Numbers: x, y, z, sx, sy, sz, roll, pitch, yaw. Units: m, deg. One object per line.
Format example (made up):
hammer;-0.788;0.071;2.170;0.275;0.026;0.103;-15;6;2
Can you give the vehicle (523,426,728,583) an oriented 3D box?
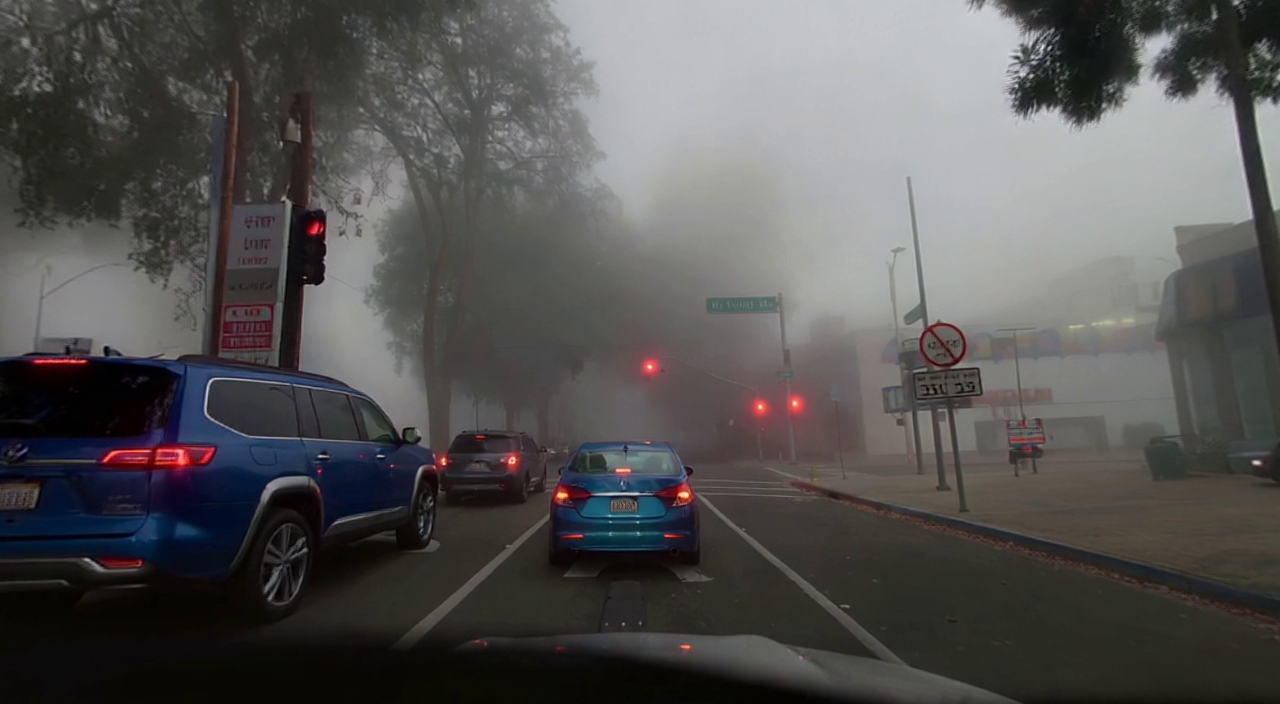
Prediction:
vehicle;-0.169;1.781;8.184;1.966;1.481;4.146;0;-8;-1

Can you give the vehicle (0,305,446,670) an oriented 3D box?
vehicle;-3.819;1.135;6.227;2.152;2.118;5.066;0;-8;0

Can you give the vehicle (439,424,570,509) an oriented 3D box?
vehicle;-2.928;2.593;14.605;2.047;1.664;4.148;0;-8;1
